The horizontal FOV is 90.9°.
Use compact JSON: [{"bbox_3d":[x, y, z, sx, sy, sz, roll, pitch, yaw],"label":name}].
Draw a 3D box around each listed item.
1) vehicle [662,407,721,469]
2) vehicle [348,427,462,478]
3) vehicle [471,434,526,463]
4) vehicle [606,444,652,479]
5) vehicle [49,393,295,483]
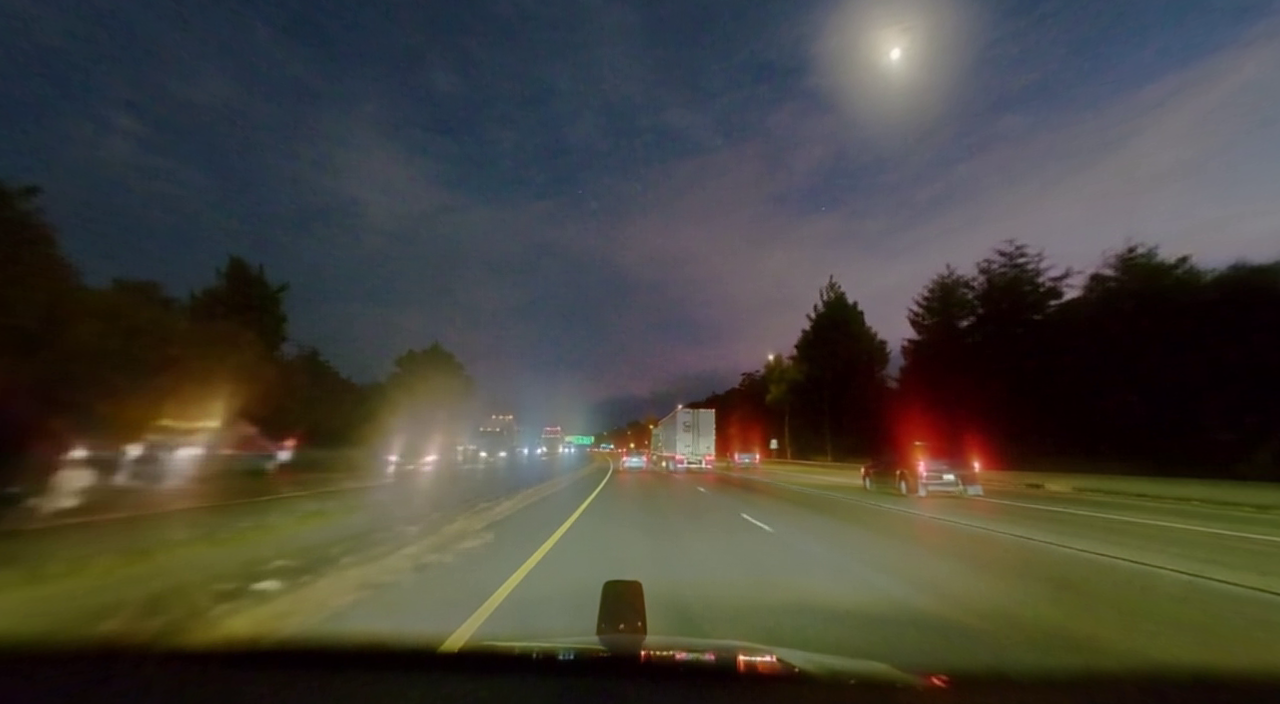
[{"bbox_3d":[3.551,6.586,47.300,2.931,4.009,12.800,0,-9,-2],"label":"vehicle"},{"bbox_3d":[-7.327,3.221,20.191,2.013,1.439,4.317,0,-9,0],"label":"vehicle"},{"bbox_3d":[-7.775,5.372,35.161,1.958,1.489,4.997,0,-9,-1],"label":"vehicle"},{"bbox_3d":[-0.553,5.371,31.139,2.111,1.599,3.859,0,-9,-1],"label":"vehicle"},{"bbox_3d":[-11.748,2.298,16.548,2.299,1.960,5.379,0,-9,0],"label":"vehicle"}]
